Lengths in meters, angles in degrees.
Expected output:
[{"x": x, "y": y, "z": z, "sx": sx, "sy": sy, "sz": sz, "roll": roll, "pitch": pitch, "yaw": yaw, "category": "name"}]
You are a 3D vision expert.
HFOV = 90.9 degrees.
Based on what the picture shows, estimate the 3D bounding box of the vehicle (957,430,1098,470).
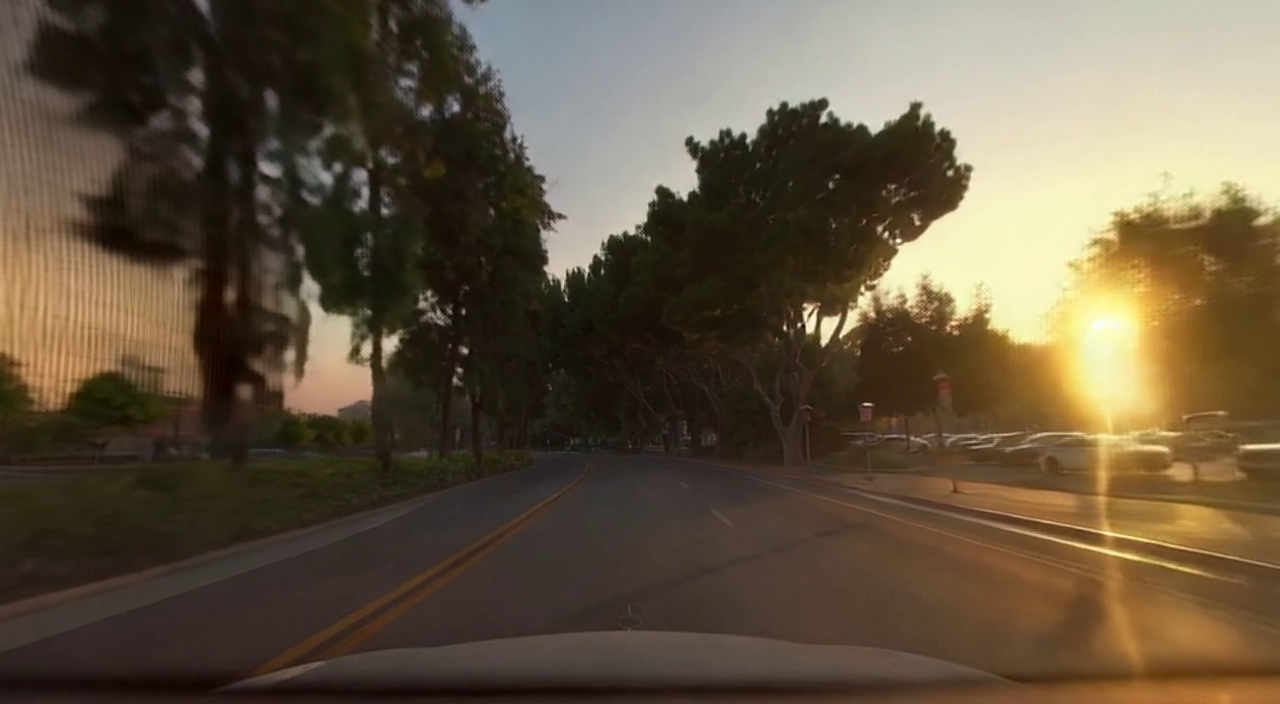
[{"x": 15.816, "y": 4.009, "z": 25.859, "sx": 4.526, "sy": 1.517, "sz": 1.979, "roll": 1, "pitch": -9, "yaw": -4, "category": "vehicle"}]

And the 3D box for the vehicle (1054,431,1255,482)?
[{"x": 15.396, "y": 3.129, "z": 19.096, "sx": 4.120, "sy": 1.357, "sz": 2.170, "roll": -2, "pitch": -7, "yaw": 2, "category": "vehicle"}]
